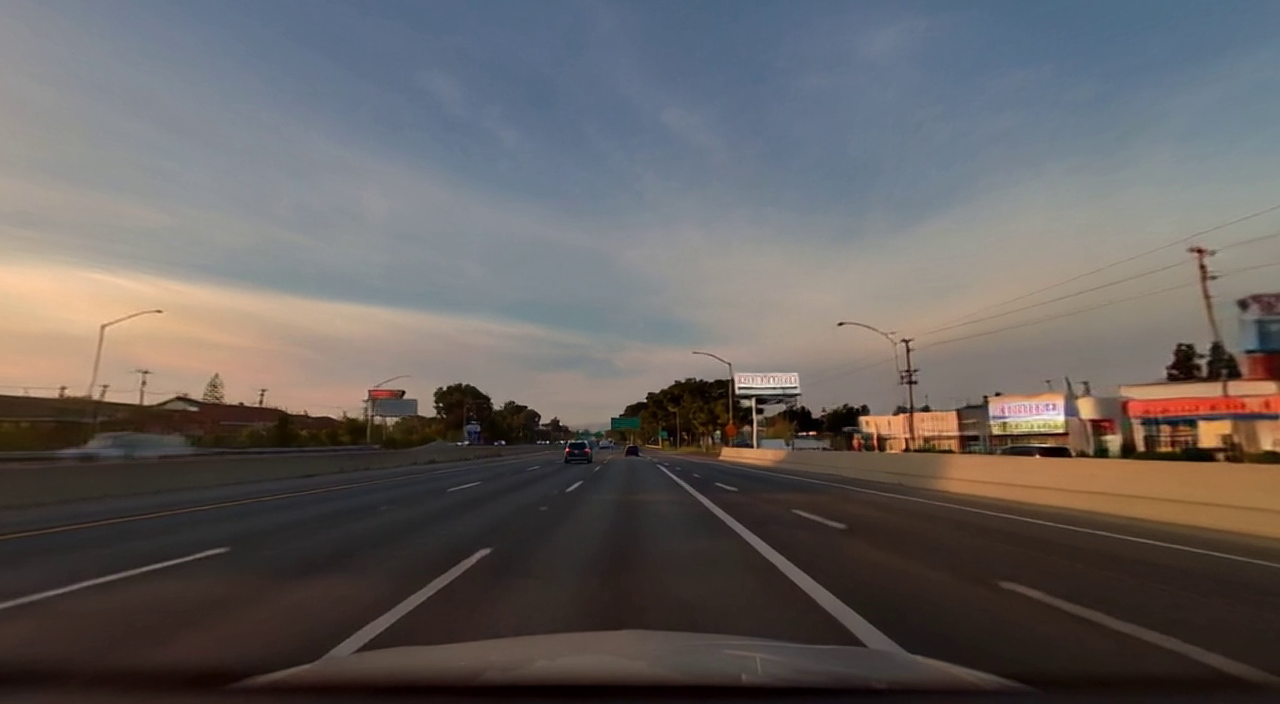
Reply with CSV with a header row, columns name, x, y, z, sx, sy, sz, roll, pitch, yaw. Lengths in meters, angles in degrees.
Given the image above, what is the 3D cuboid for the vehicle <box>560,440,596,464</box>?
name,x,y,z,sx,sy,sz,roll,pitch,yaw
vehicle,-4.741,7.729,49.094,2.236,1.736,5.585,0,-8,-1

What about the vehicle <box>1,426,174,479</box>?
name,x,y,z,sx,sy,sz,roll,pitch,yaw
vehicle,-22.597,4.137,26.246,2.242,1.938,5.519,0,-8,-1

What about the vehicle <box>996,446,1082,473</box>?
name,x,y,z,sx,sy,sz,roll,pitch,yaw
vehicle,28.037,7.549,44.590,1.972,1.749,5.464,1,-8,-8
